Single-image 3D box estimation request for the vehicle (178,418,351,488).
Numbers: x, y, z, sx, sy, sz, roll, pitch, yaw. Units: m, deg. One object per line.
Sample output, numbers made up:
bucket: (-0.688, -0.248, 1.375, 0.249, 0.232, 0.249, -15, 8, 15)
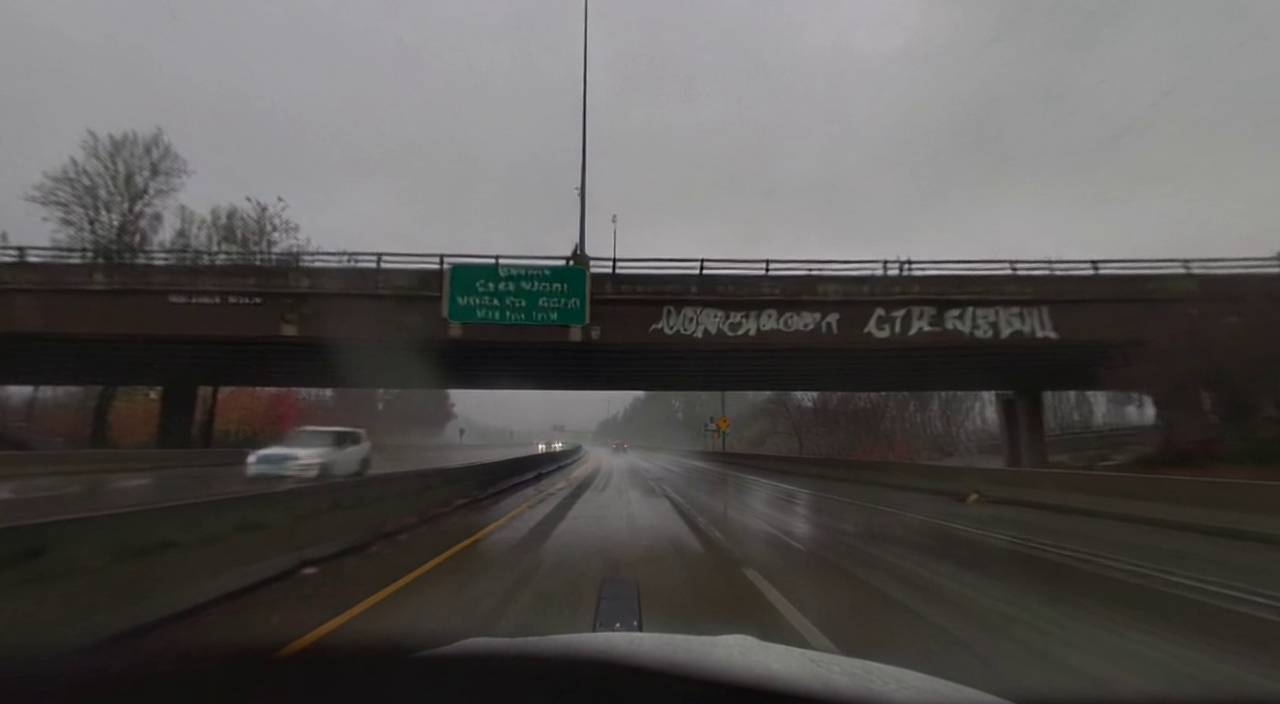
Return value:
vehicle: (-9.469, 2.609, 16.304, 1.931, 1.553, 4.205, 0, -9, -1)
